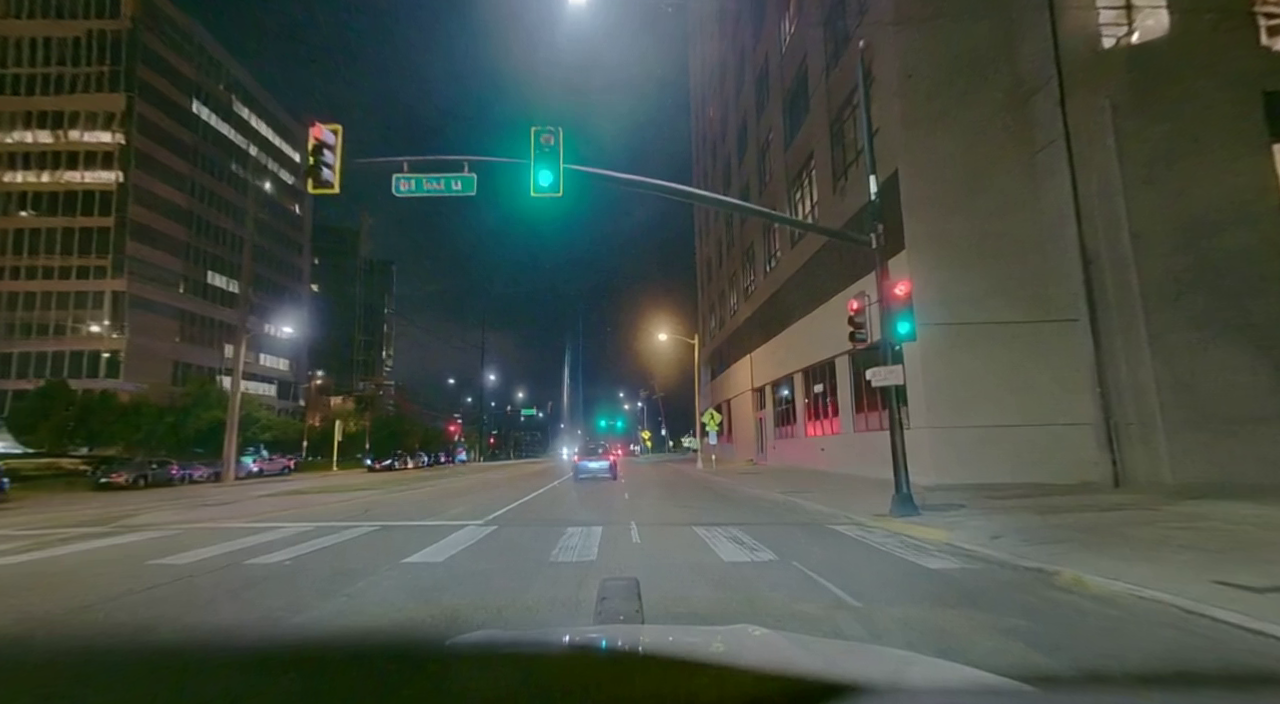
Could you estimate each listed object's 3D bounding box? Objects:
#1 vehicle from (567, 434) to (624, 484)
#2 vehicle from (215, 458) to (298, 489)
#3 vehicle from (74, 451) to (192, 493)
[{"bbox_3d":[-1.681,4.140,24.588,2.022,1.757,4.041,0,-9,-3],"label":"vehicle"},{"bbox_3d":[-20.148,6.393,33.431,1.786,1.439,4.312,0,-9,-2],"label":"vehicle"},{"bbox_3d":[-25.635,6.064,32.037,4.508,1.776,1.932,-3,-8,4],"label":"vehicle"}]
